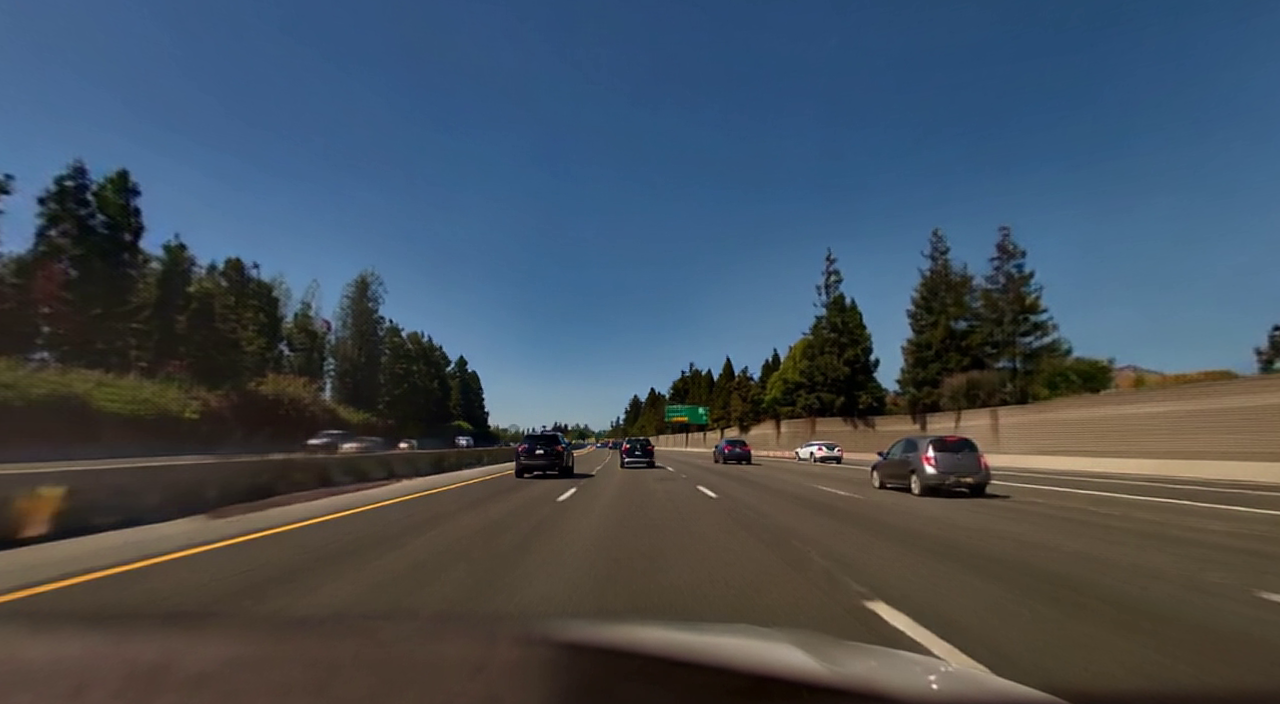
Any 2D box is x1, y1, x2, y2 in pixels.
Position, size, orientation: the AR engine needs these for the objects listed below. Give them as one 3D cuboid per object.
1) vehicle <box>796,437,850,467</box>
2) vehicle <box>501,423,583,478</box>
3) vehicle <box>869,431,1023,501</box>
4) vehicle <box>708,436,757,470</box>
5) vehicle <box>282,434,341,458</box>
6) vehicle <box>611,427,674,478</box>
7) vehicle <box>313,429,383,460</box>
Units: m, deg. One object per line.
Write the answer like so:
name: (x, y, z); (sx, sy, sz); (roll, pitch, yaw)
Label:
vehicle: (11.392, 6.277, 39.540); (2.010, 1.765, 4.375); (0, -9, -1)
vehicle: (-3.448, 3.622, 23.272); (2.199, 1.777, 4.790); (0, -9, 1)
vehicle: (7.736, 2.907, 16.429); (1.989, 1.569, 3.964); (0, -9, 0)
vehicle: (4.897, 5.448, 33.979); (2.022, 1.682, 4.226); (0, -9, 0)
vehicle: (-24.220, 6.931, 46.586); (1.939, 1.654, 4.333); (0, -9, 1)
vehicle: (0.086, 3.760, 23.752); (2.181, 1.728, 3.970); (0, -9, 0)
vehicle: (-18.166, 5.781, 39.413); (2.029, 1.791, 4.668); (0, -9, 2)
